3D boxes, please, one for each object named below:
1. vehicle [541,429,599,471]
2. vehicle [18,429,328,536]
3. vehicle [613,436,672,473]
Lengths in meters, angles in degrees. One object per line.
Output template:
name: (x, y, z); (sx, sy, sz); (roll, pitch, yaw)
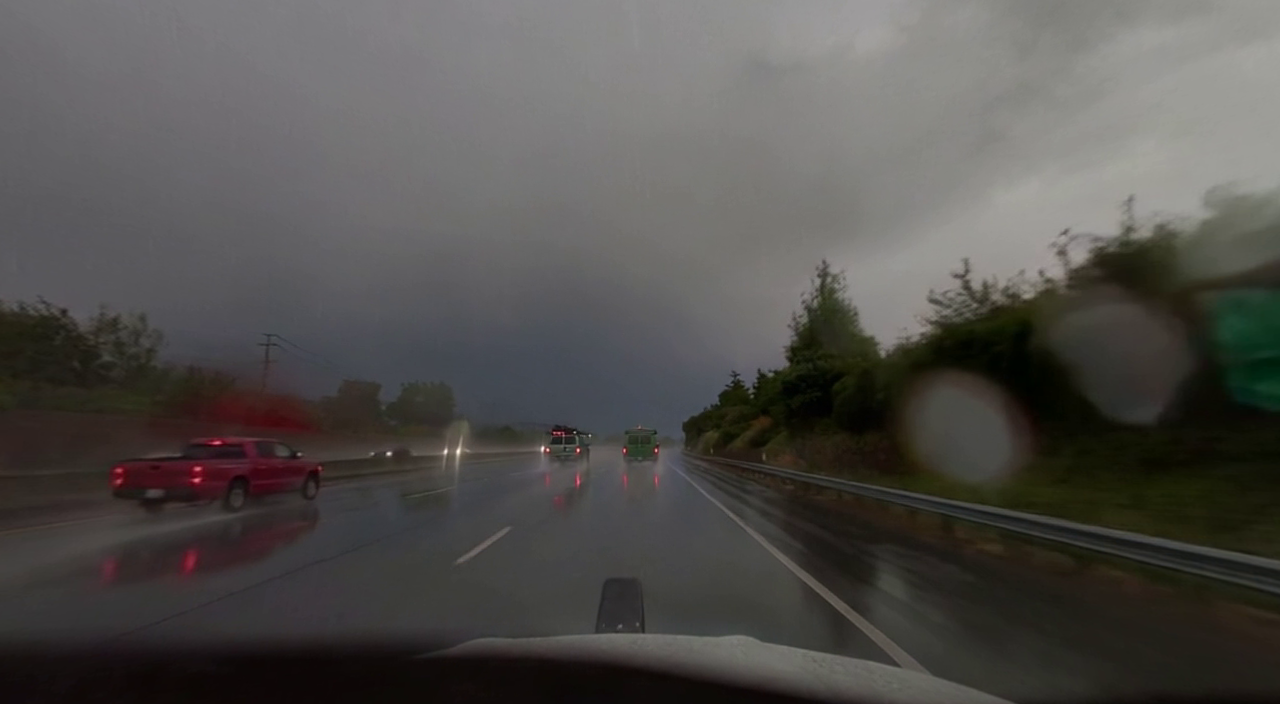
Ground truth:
vehicle: (-3.458, 4.987, 32.119); (2.250, 1.947, 4.860); (0, -8, 2)
vehicle: (-7.839, 2.204, 11.301); (2.149, 1.526, 4.361); (0, -8, 1)
vehicle: (0.151, 5.096, 31.601); (2.715, 1.669, 5.163); (0, -8, 1)
